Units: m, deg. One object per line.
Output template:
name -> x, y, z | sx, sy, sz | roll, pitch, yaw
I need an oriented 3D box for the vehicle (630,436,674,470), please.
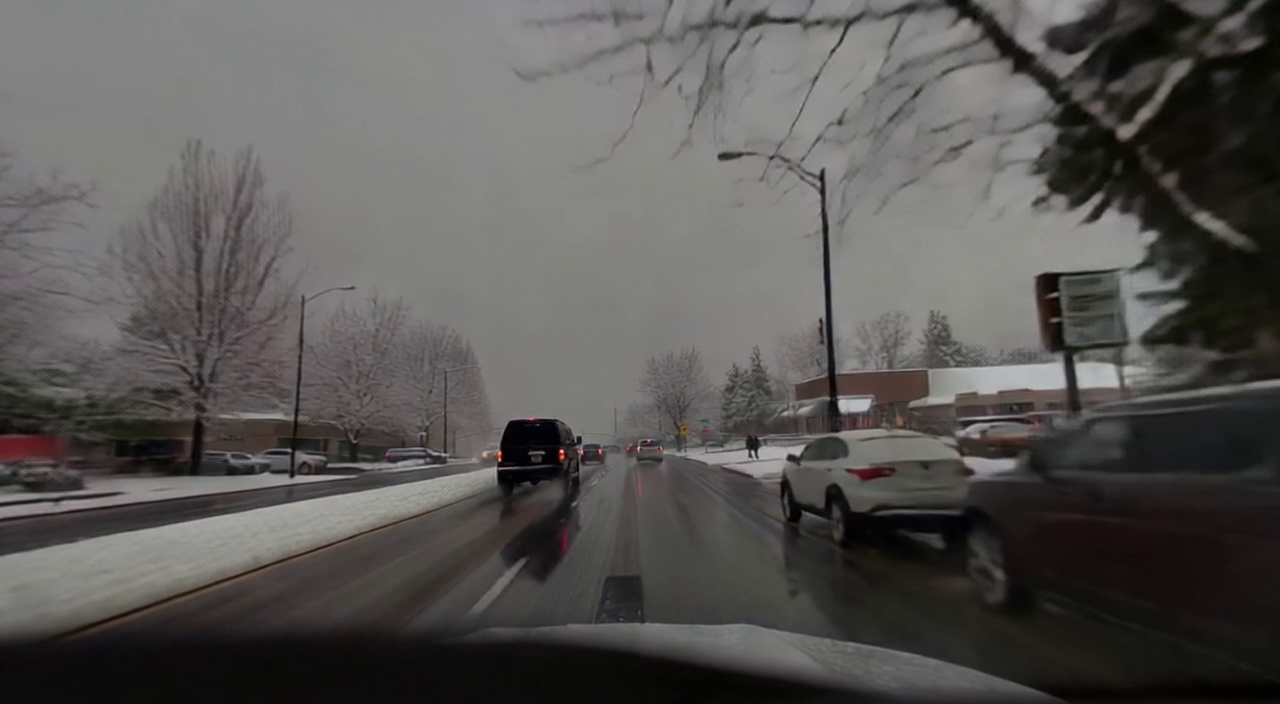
vehicle -> 0.580, 5.254, 33.020 | 2.126, 1.657, 4.132 | 0, -8, 0

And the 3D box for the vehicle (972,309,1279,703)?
vehicle -> 3.718, 0.744, 2.531 | 2.090, 1.861, 4.805 | 0, -8, -1

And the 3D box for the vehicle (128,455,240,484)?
vehicle -> -26.479, 6.796, 36.779 | 4.926, 1.571, 1.941 | 0, -8, -1

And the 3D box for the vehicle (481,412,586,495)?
vehicle -> -2.946, 2.993, 18.851 | 2.213, 2.123, 5.124 | 0, -8, 0

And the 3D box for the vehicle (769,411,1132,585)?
vehicle -> 3.513, 1.770, 8.705 | 2.049, 1.631, 5.292 | 0, -8, -4

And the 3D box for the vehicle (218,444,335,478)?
vehicle -> -24.035, 7.199, 41.948 | 6.055, 2.148, 2.690 | 0, -8, -1
